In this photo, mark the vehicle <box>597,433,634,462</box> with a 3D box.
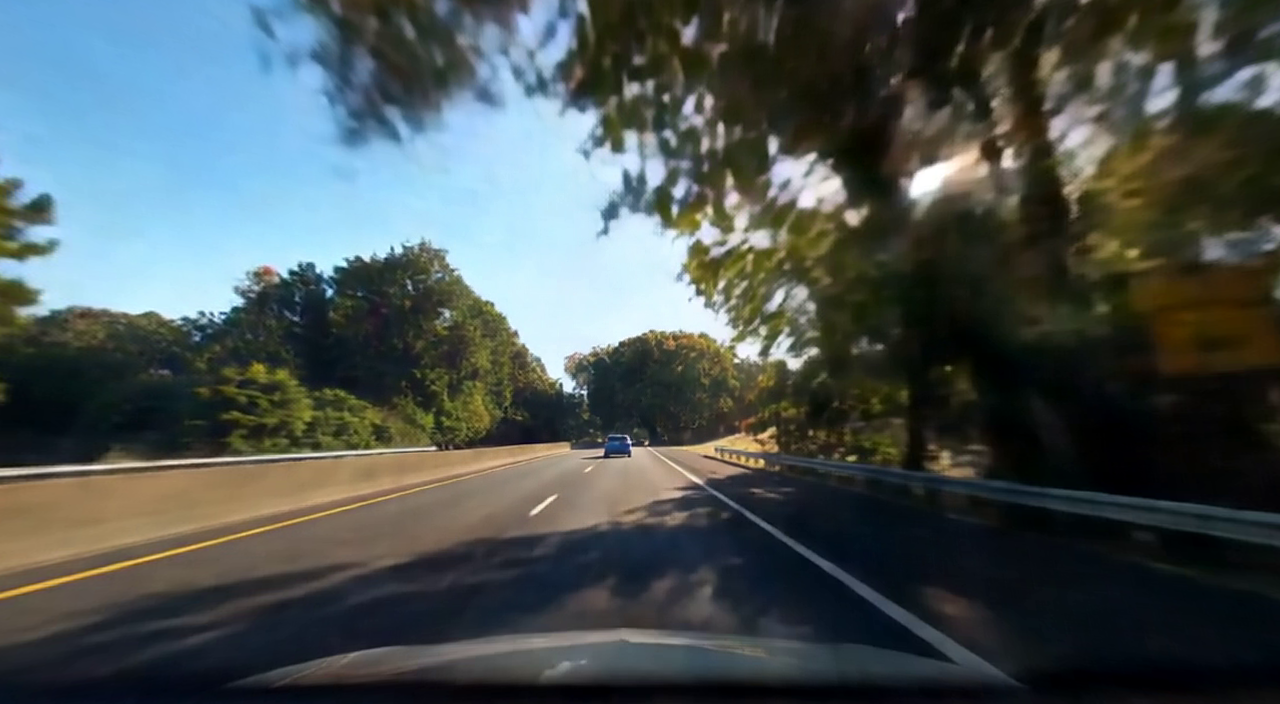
[{"bbox_3d":[-1.409,5.816,38.555,2.094,1.653,4.283,0,-8,0],"label":"vehicle"}]
